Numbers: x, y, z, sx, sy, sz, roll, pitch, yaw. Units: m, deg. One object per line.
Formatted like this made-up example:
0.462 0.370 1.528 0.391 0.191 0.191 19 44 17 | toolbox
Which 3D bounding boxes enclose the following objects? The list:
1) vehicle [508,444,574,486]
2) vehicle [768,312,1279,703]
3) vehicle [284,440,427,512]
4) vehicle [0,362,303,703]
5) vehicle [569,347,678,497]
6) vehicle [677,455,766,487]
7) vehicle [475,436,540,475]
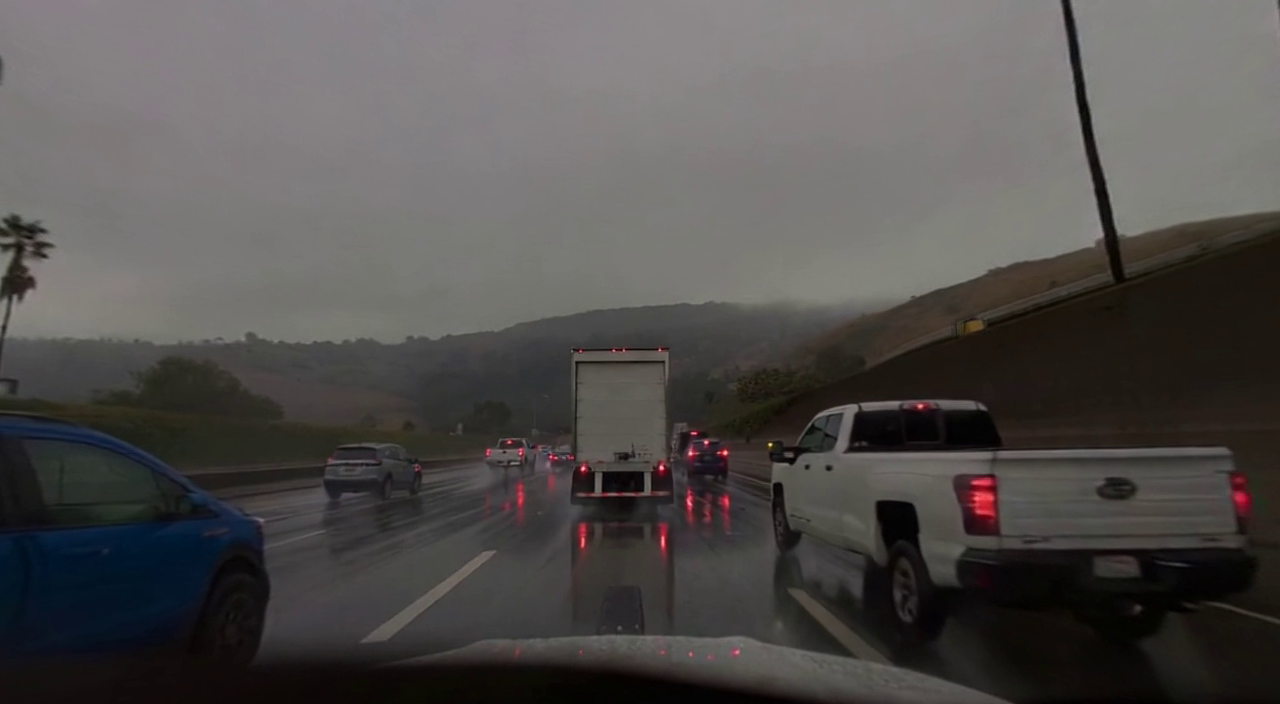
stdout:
-3.761 4.369 24.815 1.874 1.475 4.328 0 -9 0 | vehicle
2.630 1.184 4.801 2.098 1.827 5.538 0 -9 -1 | vehicle
-7.069 3.104 16.235 1.766 1.585 4.094 0 -9 -1 | vehicle
-3.316 0.884 2.363 1.885 1.654 4.103 0 -9 -1 | vehicle
-0.391 2.676 22.428 2.906 4.040 10.743 0 -9 1 | vehicle
2.977 4.568 24.665 2.635 1.036 5.568 0 -9 -1 | vehicle
-7.305 5.771 35.448 2.344 1.954 5.579 0 -9 1 | vehicle
